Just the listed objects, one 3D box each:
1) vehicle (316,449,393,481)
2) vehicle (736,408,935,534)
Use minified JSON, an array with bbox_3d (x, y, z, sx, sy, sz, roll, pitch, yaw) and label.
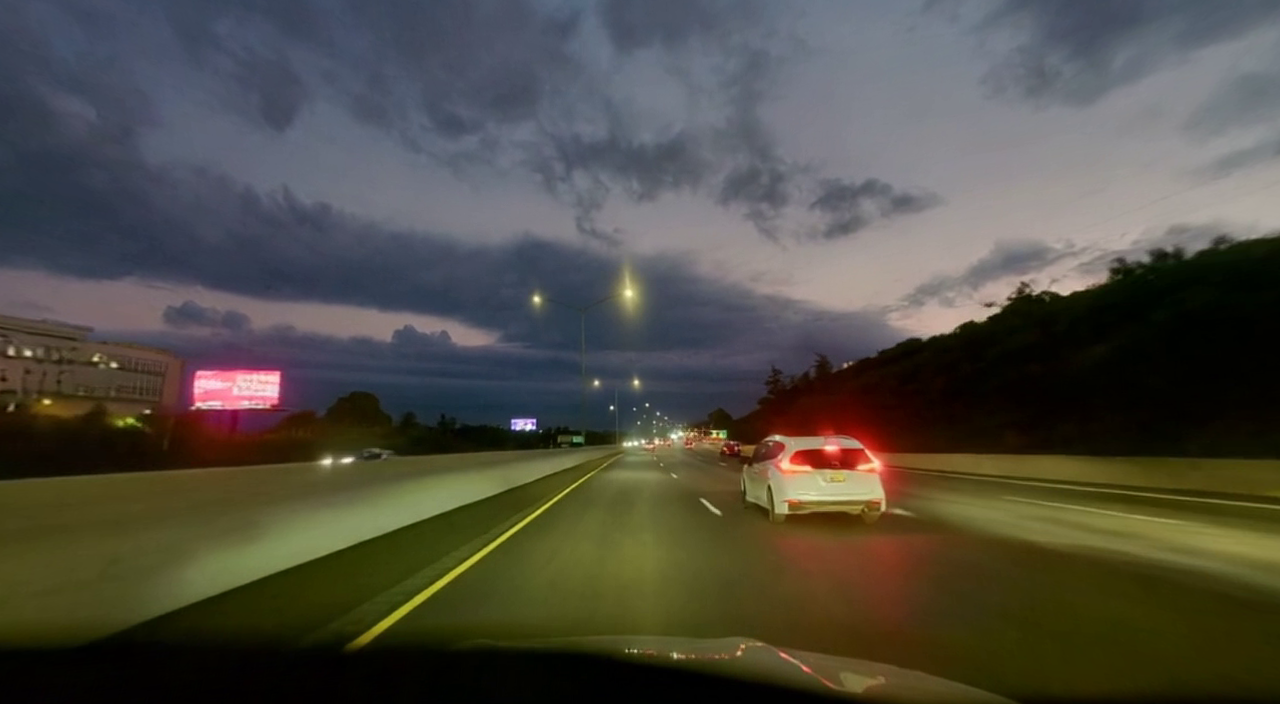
[{"bbox_3d":[-14.460,5.698,32.275,1.831,1.457,4.500,-1,-9,0],"label":"vehicle"},{"bbox_3d":[3.035,1.973,10.992,1.973,1.710,4.476,0,-9,-1],"label":"vehicle"}]
